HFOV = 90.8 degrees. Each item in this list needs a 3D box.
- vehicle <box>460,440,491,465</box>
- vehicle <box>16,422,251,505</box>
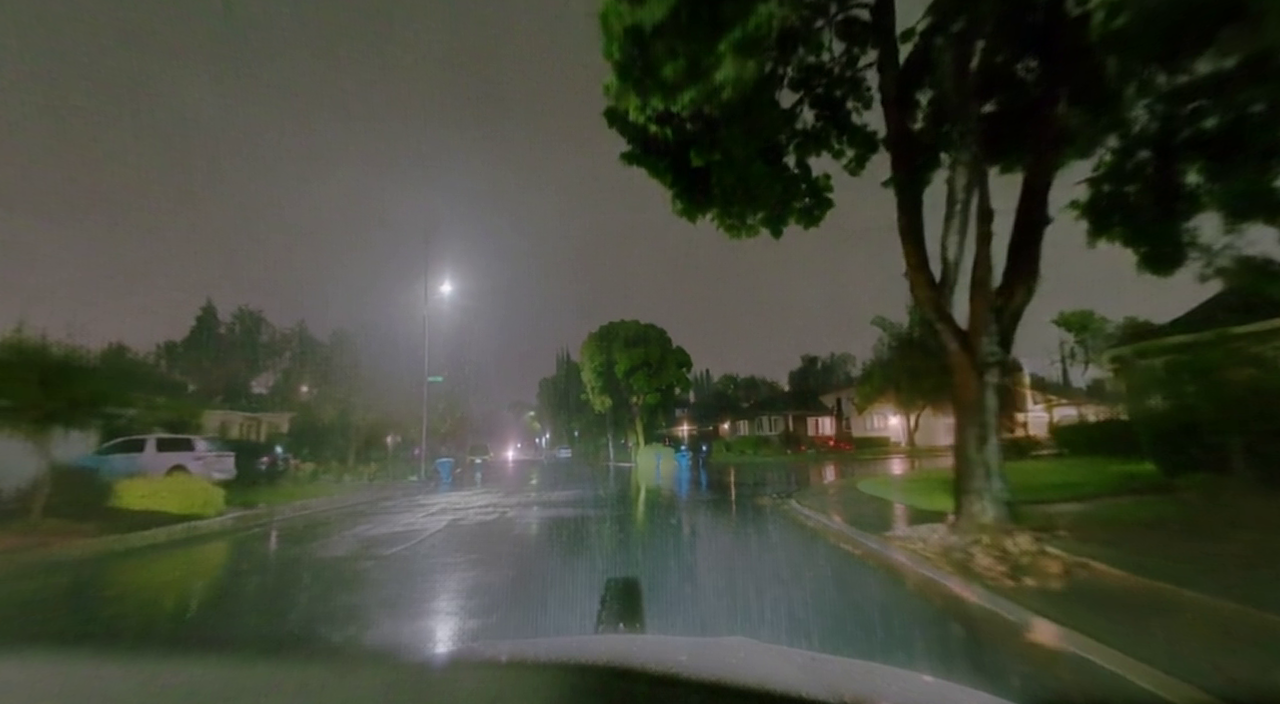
[{"bbox_3d":[-12.495,7.607,48.019,2.152,1.826,4.725,2,-9,-14],"label":"vehicle"},{"bbox_3d":[-14.732,3.293,18.899,5.045,1.835,2.315,-1,-10,-25],"label":"vehicle"}]
